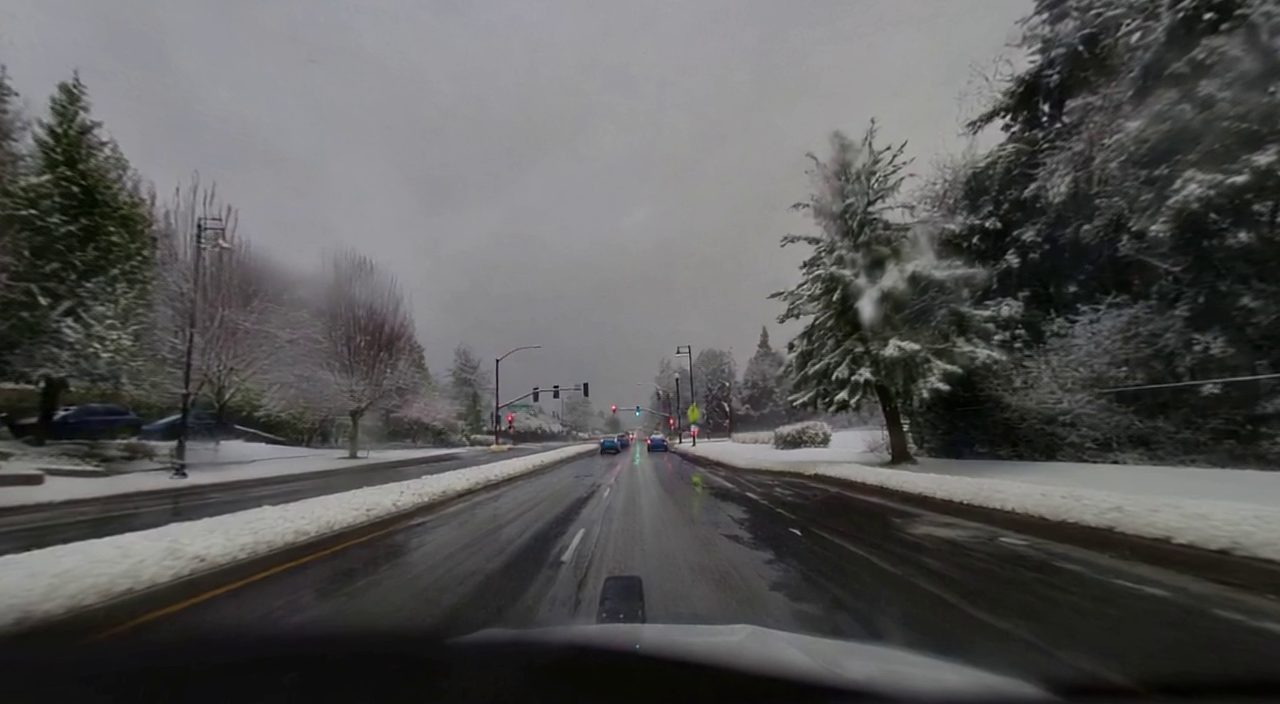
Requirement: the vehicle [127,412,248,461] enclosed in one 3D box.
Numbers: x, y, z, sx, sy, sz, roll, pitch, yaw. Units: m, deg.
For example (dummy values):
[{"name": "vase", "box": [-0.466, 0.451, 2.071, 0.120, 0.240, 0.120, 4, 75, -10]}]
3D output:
[{"name": "vehicle", "box": [-33.519, 6.236, 46.703, 9.036, 3.379, 2.893, -3, -9, 25]}]
